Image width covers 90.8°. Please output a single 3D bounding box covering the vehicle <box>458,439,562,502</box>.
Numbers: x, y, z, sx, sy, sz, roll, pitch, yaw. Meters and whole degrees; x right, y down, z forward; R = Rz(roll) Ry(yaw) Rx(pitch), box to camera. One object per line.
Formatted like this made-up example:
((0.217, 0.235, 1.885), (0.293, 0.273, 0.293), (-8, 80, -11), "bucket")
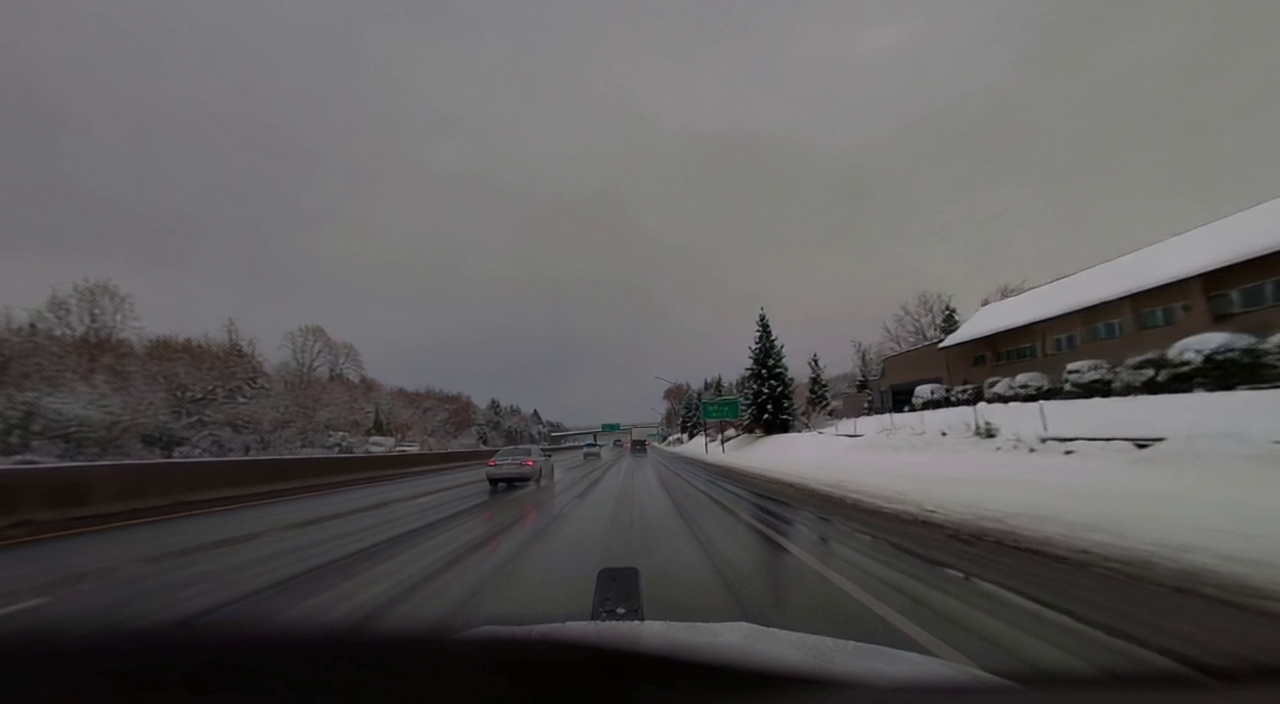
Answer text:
((-3.342, 3.126, 17.056), (1.920, 1.463, 4.134), (0, -9, 0), "vehicle")
